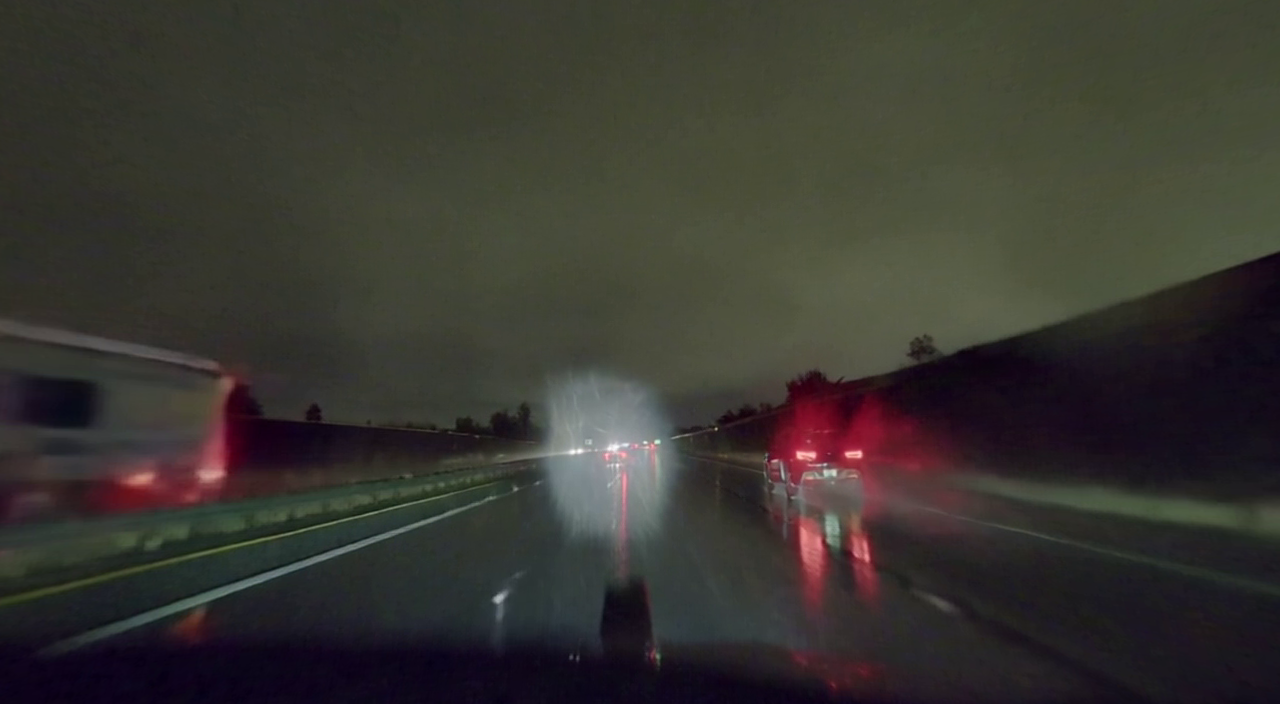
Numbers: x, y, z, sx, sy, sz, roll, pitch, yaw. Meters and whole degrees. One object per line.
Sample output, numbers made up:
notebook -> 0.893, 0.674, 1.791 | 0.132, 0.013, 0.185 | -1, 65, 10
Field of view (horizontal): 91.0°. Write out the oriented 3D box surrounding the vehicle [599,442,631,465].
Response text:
vehicle -> -1.711, 7.106, 44.146 | 2.050, 1.530, 4.144 | 0, -8, 0

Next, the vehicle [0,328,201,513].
vehicle -> -15.544, 1.335, 12.546 | 3.288, 3.977, 14.007 | 0, -8, 1
